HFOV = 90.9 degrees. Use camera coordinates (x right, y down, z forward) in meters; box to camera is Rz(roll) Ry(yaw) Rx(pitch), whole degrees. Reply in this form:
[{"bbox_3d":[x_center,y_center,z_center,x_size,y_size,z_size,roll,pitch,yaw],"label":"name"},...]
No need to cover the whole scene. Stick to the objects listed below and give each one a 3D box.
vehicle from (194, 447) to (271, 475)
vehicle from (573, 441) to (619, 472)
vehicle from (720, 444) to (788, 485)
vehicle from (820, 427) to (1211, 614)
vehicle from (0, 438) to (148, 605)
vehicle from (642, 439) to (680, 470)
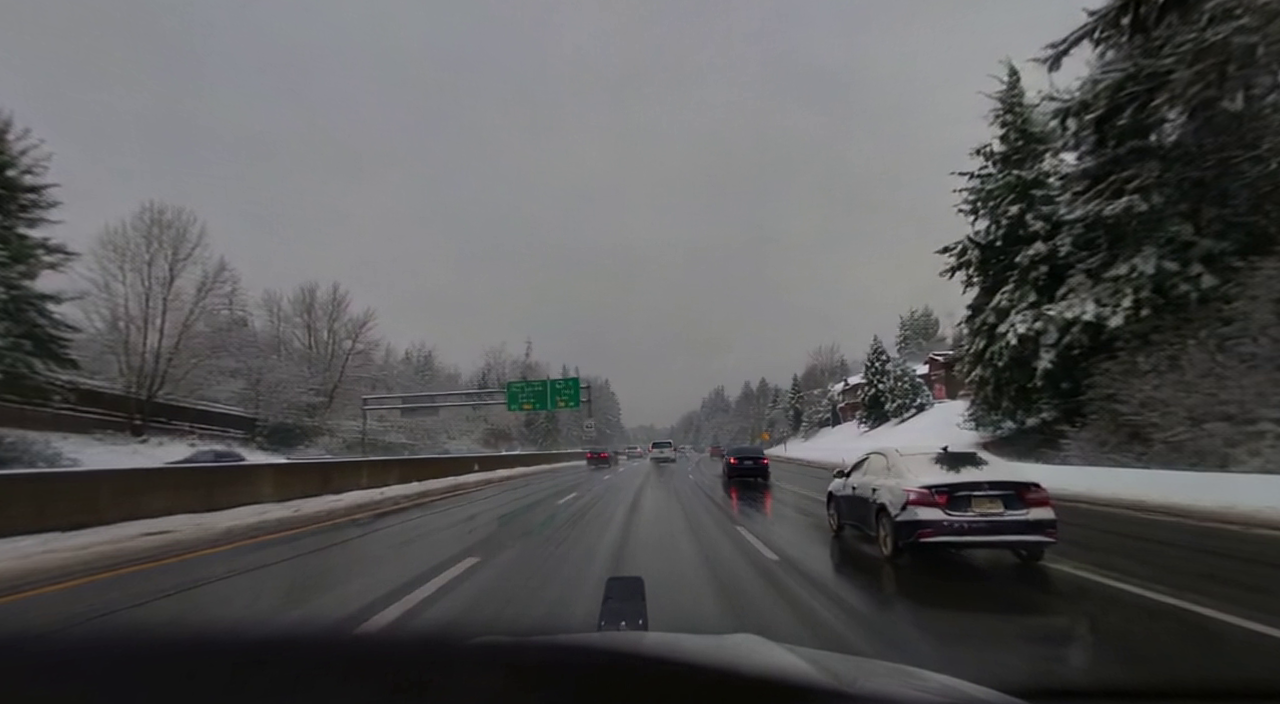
[{"bbox_3d":[-25.950,6.950,40.370,1.827,1.654,4.388,0,-8,2],"label":"vehicle"},{"bbox_3d":[-2.570,6.270,38.041,2.070,1.740,4.678,-1,-8,4],"label":"vehicle"},{"bbox_3d":[4.231,4.229,24.049,1.854,1.438,3.954,0,-8,0],"label":"vehicle"},{"bbox_3d":[3.688,1.693,7.360,1.912,1.509,4.291,0,-8,0],"label":"vehicle"},{"bbox_3d":[-6.849,1.454,5.155,2.050,1.507,4.375,0,-8,1],"label":"vehicle"},{"bbox_3d":[1.295,6.168,38.110,2.183,1.764,4.134,0,-8,3],"label":"vehicle"}]
